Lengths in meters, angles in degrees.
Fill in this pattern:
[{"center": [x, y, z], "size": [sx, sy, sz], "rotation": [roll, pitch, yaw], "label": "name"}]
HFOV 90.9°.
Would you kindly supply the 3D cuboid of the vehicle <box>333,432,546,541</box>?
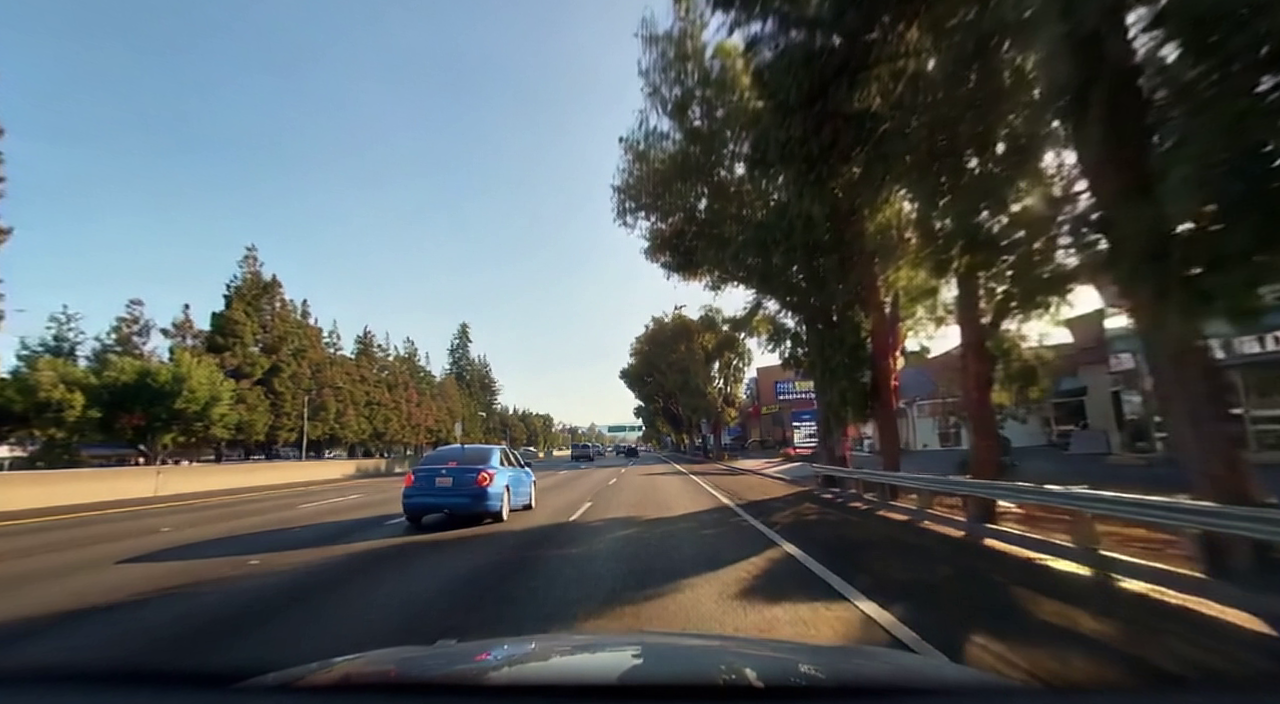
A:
[{"center": [-3.098, 2.180, 10.940], "size": [2.152, 1.479, 4.394], "rotation": [0, -8, 2], "label": "vehicle"}]
